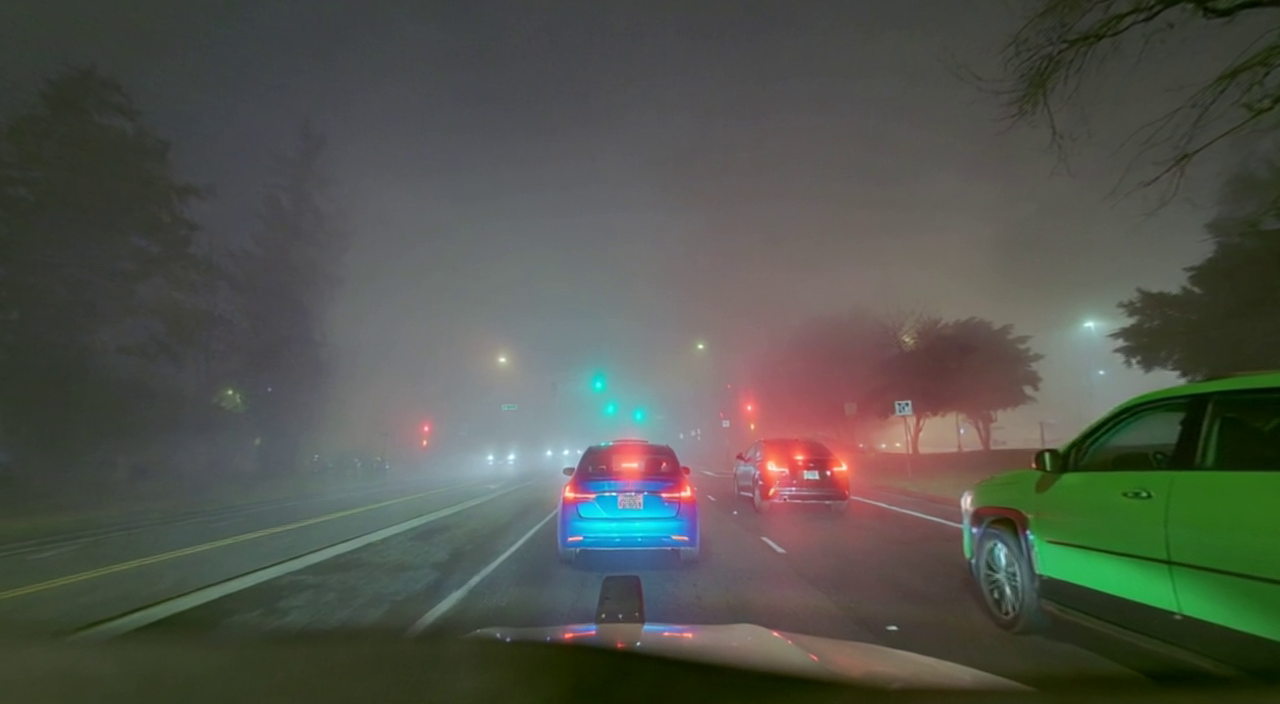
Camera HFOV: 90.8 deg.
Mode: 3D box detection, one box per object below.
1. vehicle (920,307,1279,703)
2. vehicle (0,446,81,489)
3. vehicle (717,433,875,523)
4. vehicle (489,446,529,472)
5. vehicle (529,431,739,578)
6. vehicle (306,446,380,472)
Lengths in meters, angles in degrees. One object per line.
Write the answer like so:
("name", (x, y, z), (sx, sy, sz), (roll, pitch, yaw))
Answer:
("vehicle", (3.361, 0.823, 3.012), (2.006, 1.766, 4.345), (0, -8, 0))
("vehicle", (-22.537, 4.045, 22.241), (4.092, 1.438, 1.639), (-1, -8, 0))
("vehicle", (2.938, 2.482, 13.057), (1.971, 1.517, 4.521), (0, -8, -2))
("vehicle", (-9.439, 7.718, 45.779), (1.996, 1.680, 4.203), (-3, -8, -2))
("vehicle", (-0.108, 1.898, 8.727), (2.186, 1.500, 4.141), (0, -8, -1))
("vehicle", (-19.886, 7.156, 42.410), (3.957, 1.630, 1.881), (0, -8, 0))
